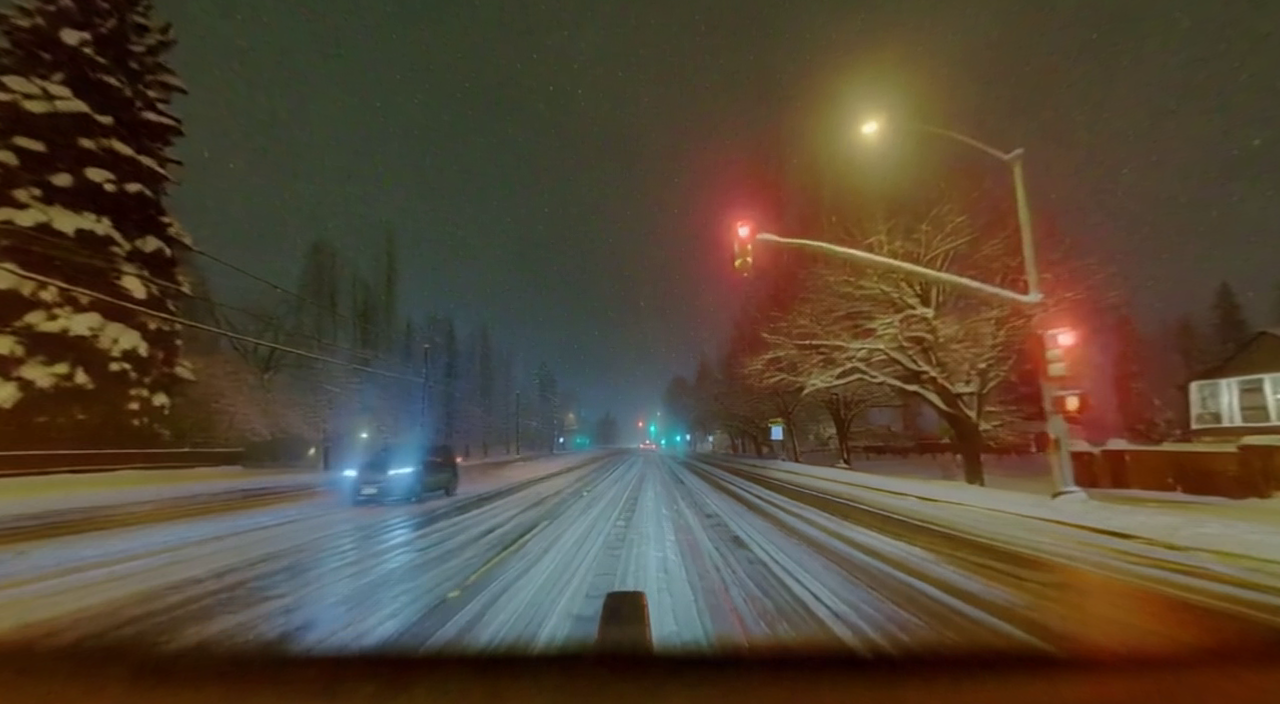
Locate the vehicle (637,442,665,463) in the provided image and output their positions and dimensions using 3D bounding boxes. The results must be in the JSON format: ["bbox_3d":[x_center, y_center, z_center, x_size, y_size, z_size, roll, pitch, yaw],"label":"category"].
[{"bbox_3d":[0.822,7.721,48.669,2.025,1.492,4.124,0,-8,0],"label":"vehicle"}]

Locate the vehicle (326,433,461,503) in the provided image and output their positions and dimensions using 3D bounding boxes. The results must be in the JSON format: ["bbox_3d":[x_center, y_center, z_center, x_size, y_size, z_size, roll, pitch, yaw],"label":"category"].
[{"bbox_3d":[-6.762,3.208,17.896,2.008,1.718,4.356,0,-8,1],"label":"vehicle"}]
